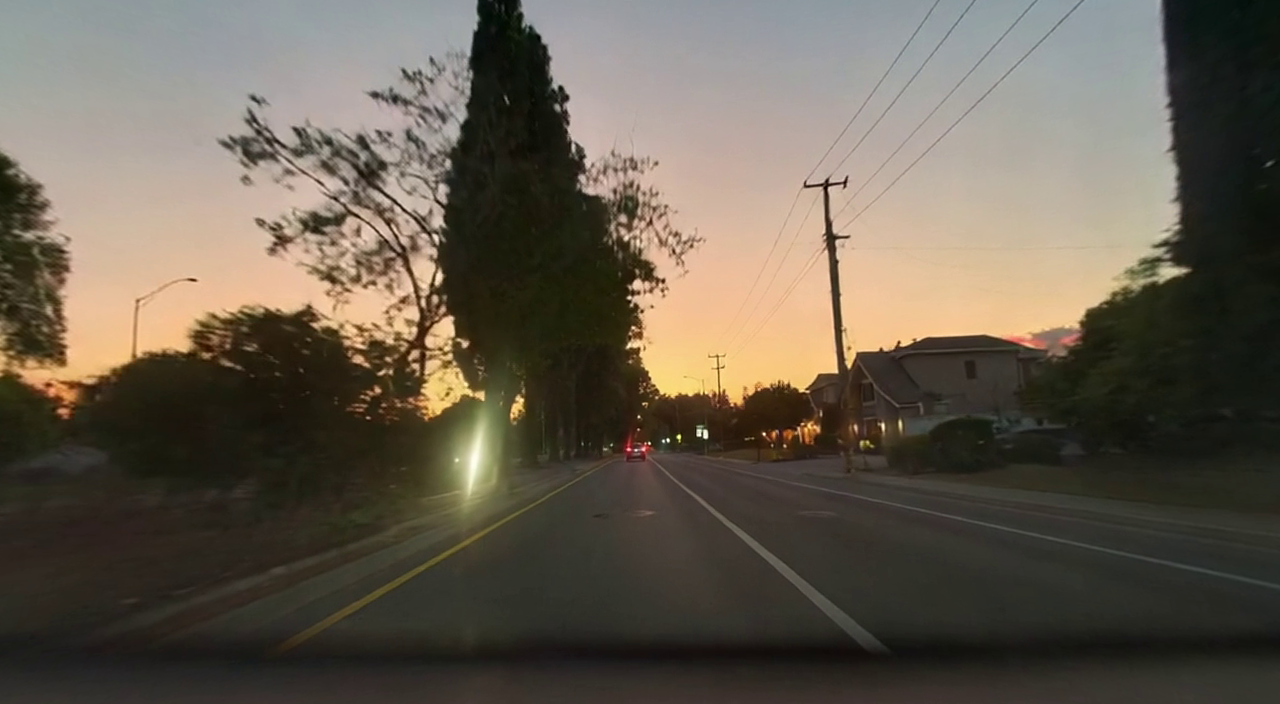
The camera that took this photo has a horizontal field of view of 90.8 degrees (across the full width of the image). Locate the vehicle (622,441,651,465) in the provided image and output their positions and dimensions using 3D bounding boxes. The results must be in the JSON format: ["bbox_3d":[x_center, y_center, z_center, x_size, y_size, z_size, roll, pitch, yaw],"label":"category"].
[{"bbox_3d":[-0.268,7.380,46.372,2.016,1.665,3.932,0,-9,-1],"label":"vehicle"}]
